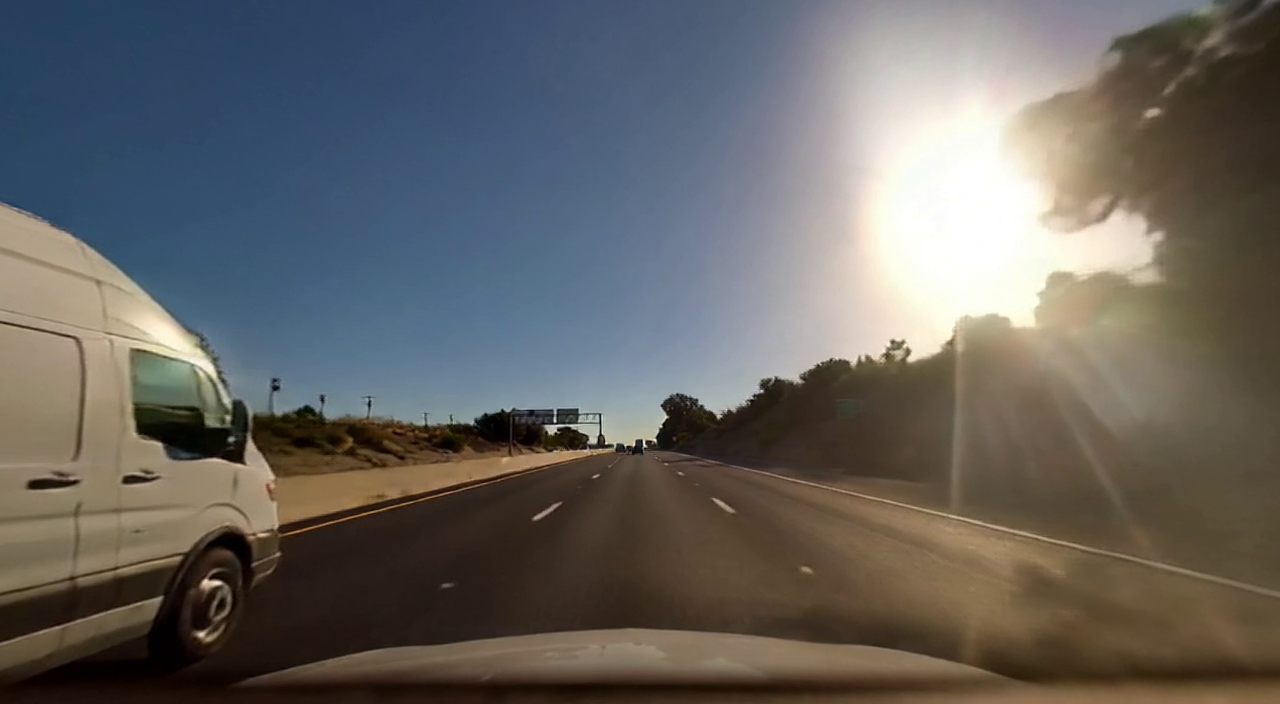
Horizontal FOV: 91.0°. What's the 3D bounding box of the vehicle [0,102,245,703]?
[{"bbox_3d":[-3.841,0.001,0.634,2.443,2.586,6.701,0,-8,0],"label":"vehicle"}]
